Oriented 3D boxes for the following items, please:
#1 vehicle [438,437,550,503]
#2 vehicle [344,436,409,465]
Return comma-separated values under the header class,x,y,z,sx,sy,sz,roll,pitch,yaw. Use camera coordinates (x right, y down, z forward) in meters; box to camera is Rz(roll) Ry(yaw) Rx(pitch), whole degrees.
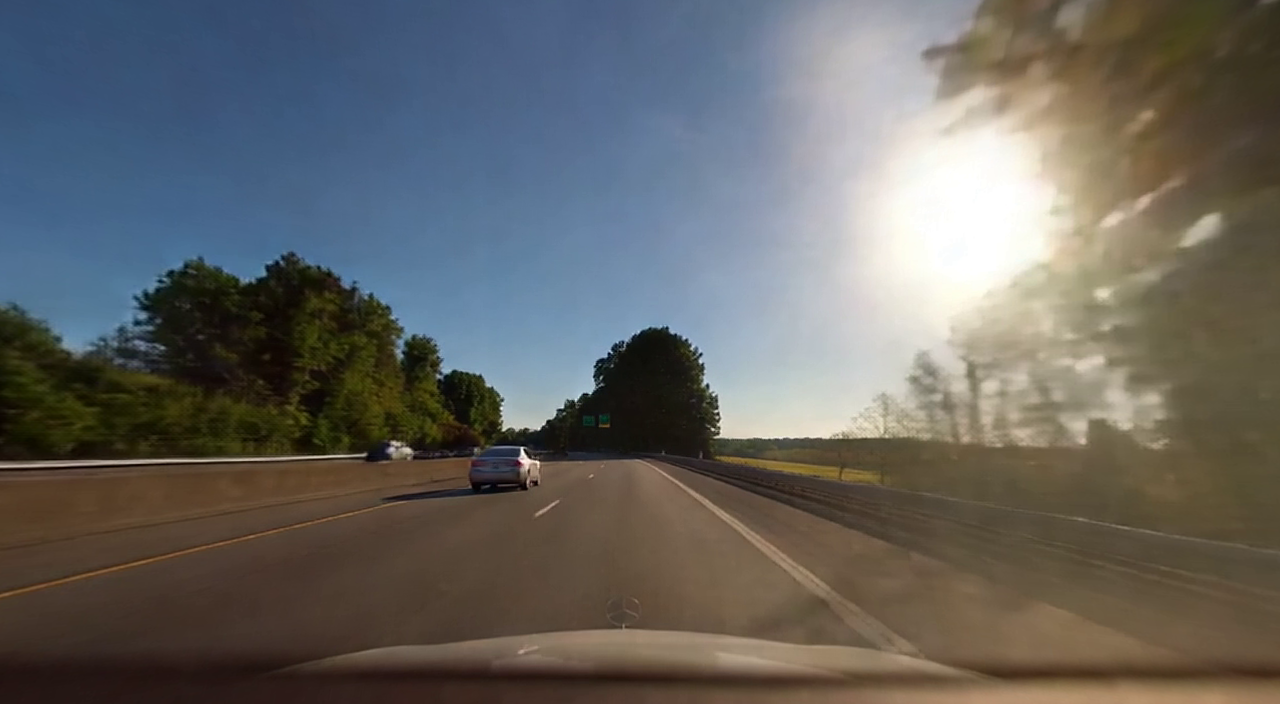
class,x,y,z,sx,sy,sz,roll,pitch,yaw
vehicle,-3.693,3.062,16.703,1.990,1.532,3.911,0,-9,0
vehicle,-16.101,6.066,38.778,2.094,1.604,4.645,0,-9,-1
